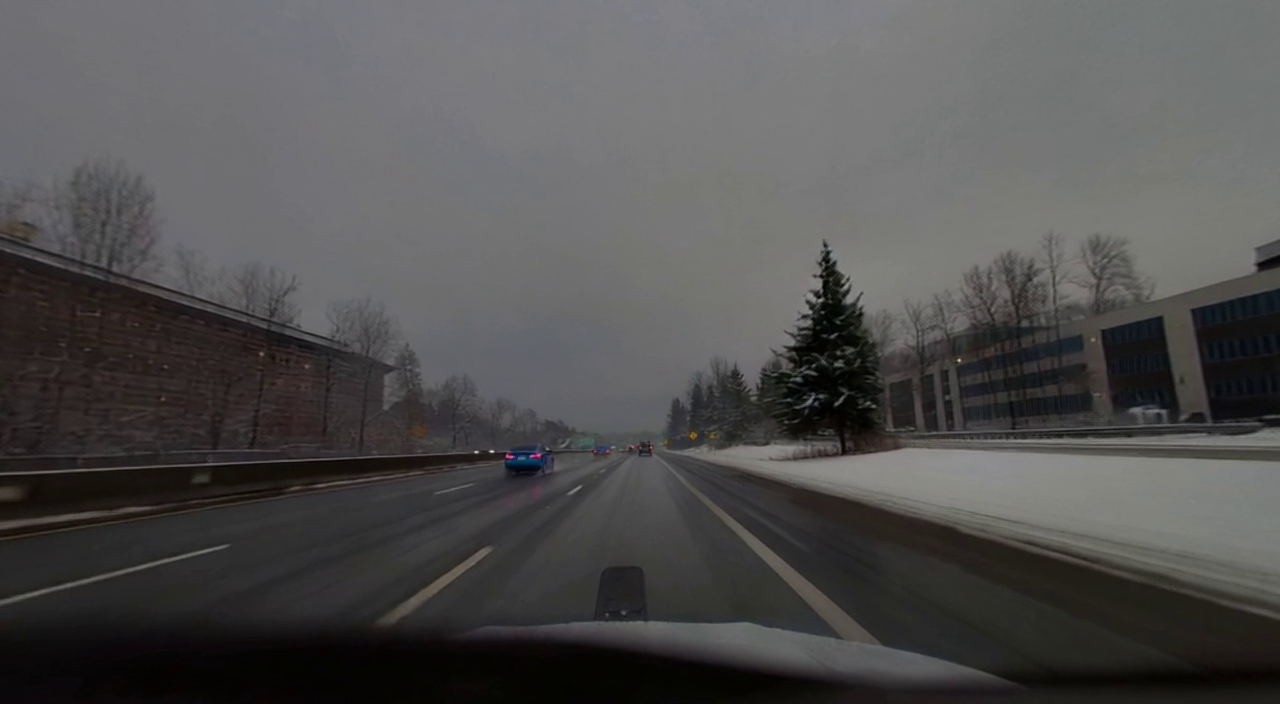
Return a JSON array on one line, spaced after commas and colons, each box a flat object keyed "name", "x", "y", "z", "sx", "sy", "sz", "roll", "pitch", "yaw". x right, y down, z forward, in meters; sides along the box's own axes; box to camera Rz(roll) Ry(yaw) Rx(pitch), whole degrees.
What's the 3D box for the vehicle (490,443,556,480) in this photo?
[{"name": "vehicle", "x": -5.130, "y": 4.845, "z": 28.220, "sx": 2.083, "sy": 1.471, "sz": 4.350, "roll": 0, "pitch": -8, "yaw": 1}]
